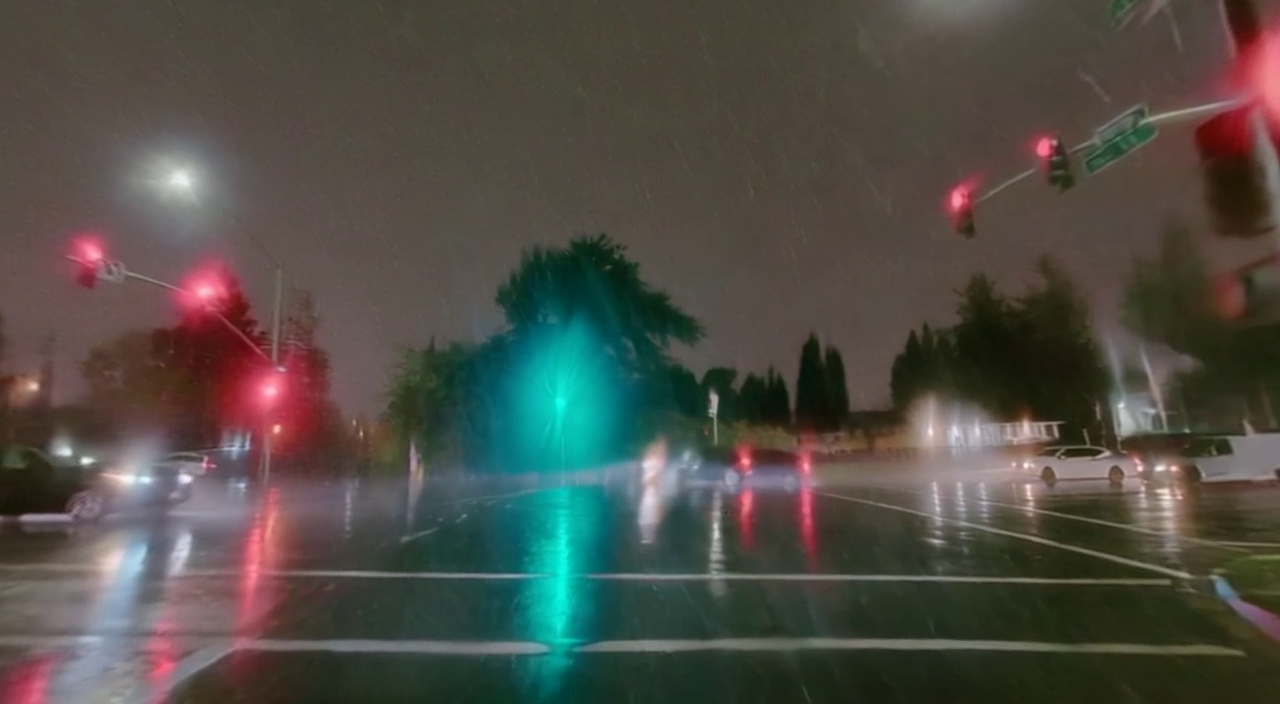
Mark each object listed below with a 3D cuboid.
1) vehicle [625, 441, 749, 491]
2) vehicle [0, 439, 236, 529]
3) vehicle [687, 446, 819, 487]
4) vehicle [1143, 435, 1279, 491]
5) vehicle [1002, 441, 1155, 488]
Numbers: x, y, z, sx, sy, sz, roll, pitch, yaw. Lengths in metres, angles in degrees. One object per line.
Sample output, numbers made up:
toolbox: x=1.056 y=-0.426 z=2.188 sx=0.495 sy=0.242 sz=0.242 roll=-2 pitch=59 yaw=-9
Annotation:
vehicle: x=1.437 y=3.658 z=20.462 sx=3.815 sy=1.504 sz=1.790 roll=0 pitch=-8 yaw=0
vehicle: x=-10.380 y=2.291 z=11.278 sx=4.989 sy=1.442 sz=1.940 roll=0 pitch=-8 yaw=1
vehicle: x=4.243 y=4.360 z=24.229 sx=4.705 sy=1.486 sz=1.830 roll=0 pitch=-8 yaw=0
vehicle: x=19.368 y=3.538 z=20.348 sx=4.510 sy=1.673 sz=2.030 roll=0 pitch=-8 yaw=0
vehicle: x=16.586 y=4.254 z=24.060 sx=4.326 sy=1.672 sz=1.903 roll=0 pitch=-8 yaw=0
